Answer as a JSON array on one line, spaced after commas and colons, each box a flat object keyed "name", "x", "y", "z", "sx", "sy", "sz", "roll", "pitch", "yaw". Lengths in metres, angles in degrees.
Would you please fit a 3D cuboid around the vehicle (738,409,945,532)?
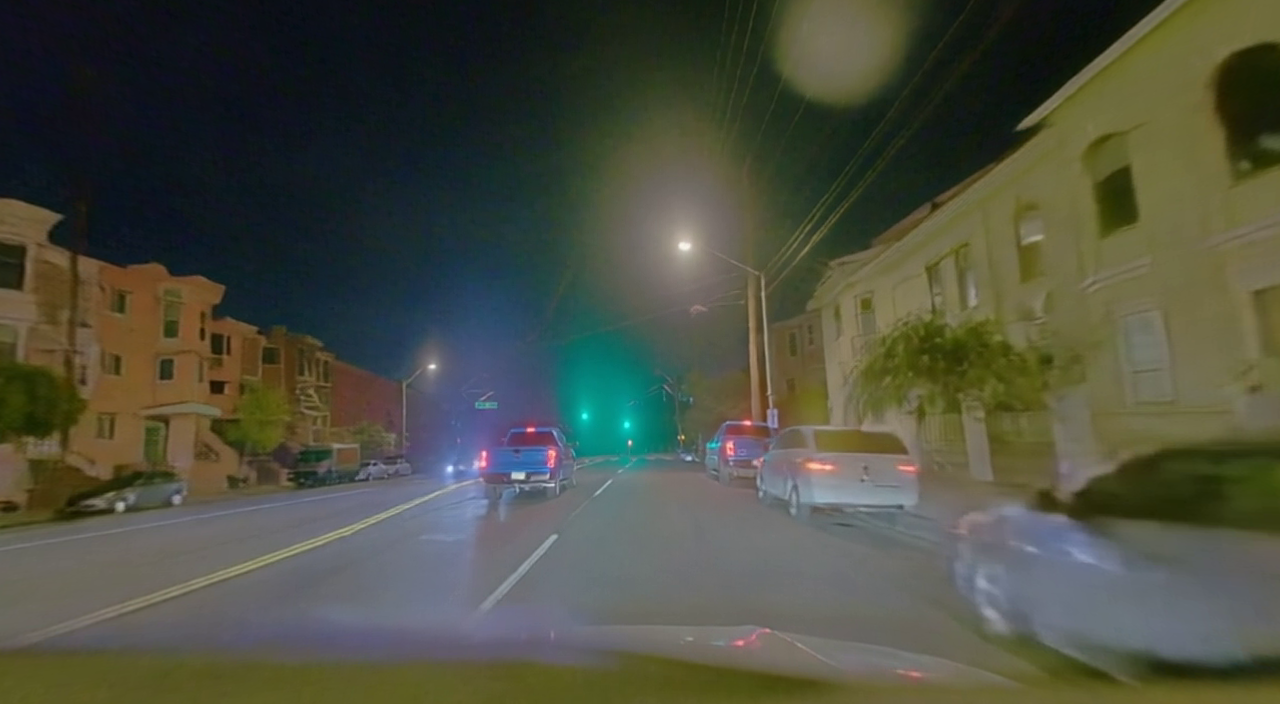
[{"name": "vehicle", "x": 3.260, "y": 2.048, "z": 11.425, "sx": 2.052, "sy": 1.750, "sz": 4.679, "roll": 0, "pitch": -9, "yaw": -2}]

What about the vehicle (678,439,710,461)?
[{"name": "vehicle", "x": 3.944, "y": 7.271, "z": 46.765, "sx": 2.012, "sy": 1.491, "sz": 4.333, "roll": 0, "pitch": -9, "yaw": 0}]

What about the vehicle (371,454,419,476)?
[{"name": "vehicle", "x": -18.477, "y": 8.552, "z": 47.757, "sx": 1.820, "sy": 1.511, "sz": 4.294, "roll": -1, "pitch": -9, "yaw": 1}]

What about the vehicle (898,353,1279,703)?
[{"name": "vehicle", "x": 3.111, "y": 0.920, "z": 2.690, "sx": 2.115, "sy": 1.615, "sz": 4.772, "roll": -1, "pitch": -9, "yaw": 2}]

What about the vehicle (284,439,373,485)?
[{"name": "vehicle", "x": -18.982, "y": 6.701, "z": 38.804, "sx": 2.159, "sy": 2.586, "sz": 5.899, "roll": -1, "pitch": -9, "yaw": 3}]

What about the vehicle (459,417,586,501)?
[{"name": "vehicle", "x": -2.902, "y": 2.829, "z": 16.986, "sx": 2.242, "sy": 1.890, "sz": 5.306, "roll": -1, "pitch": -9, "yaw": 2}]

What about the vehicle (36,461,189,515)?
[{"name": "vehicle", "x": -18.795, "y": 4.823, "z": 22.748, "sx": 1.908, "sy": 1.614, "sz": 4.092, "roll": -1, "pitch": -9, "yaw": 1}]
